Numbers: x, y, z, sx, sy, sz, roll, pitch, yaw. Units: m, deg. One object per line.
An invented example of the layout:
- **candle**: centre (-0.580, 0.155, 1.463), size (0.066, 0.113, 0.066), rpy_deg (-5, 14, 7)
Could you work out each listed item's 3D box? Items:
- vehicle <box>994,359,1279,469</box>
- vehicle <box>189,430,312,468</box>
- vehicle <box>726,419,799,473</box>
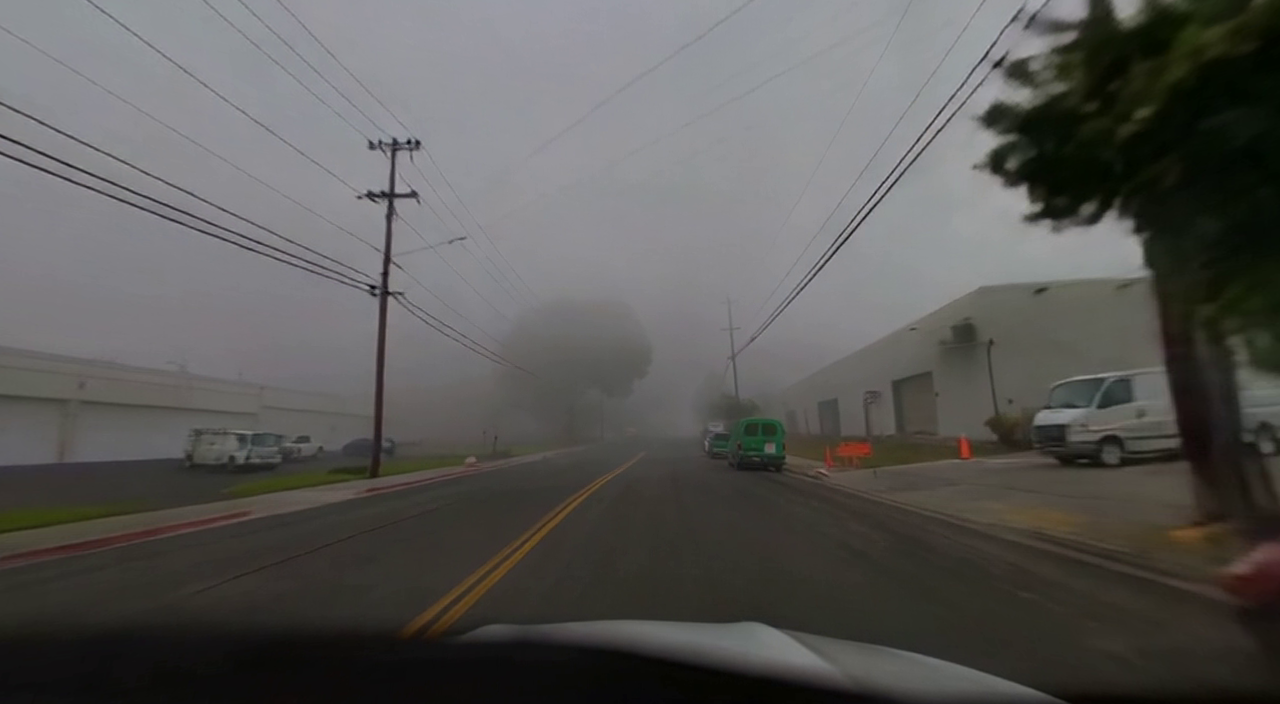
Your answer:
- **vehicle**: centre (12.574, 1.574, 15.673), size (6.092, 2.433, 2.196), rpy_deg (-2, -8, 4)
- **vehicle**: centre (-18.474, 4.616, 30.335), size (2.102, 1.628, 5.130), rpy_deg (-2, -8, 10)
- **vehicle**: centre (4.848, 3.802, 25.844), size (2.010, 1.985, 5.124), rpy_deg (-1, -8, 1)
